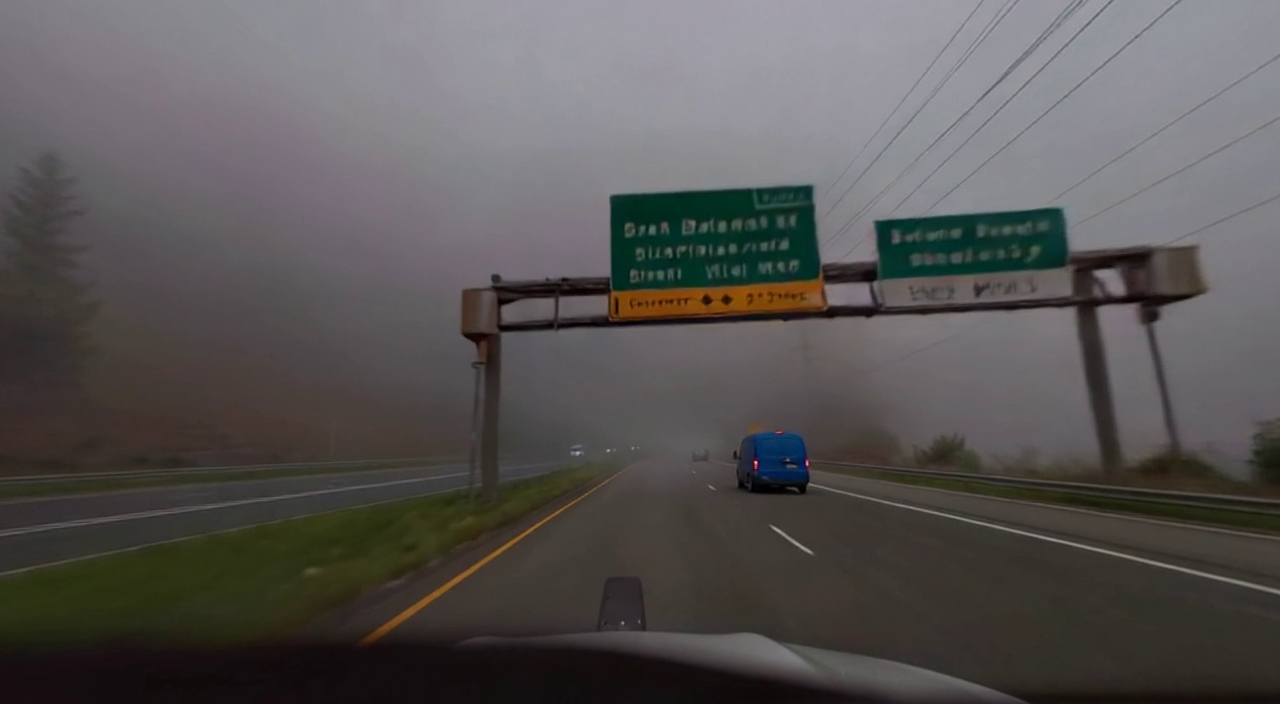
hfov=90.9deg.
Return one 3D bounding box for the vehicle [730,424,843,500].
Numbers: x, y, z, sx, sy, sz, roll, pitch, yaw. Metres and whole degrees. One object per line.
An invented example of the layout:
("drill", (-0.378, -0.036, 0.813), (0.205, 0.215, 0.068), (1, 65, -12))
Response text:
("vehicle", (4.214, 3.298, 19.170), (2.261, 1.969, 5.104), (0, -9, 1))
